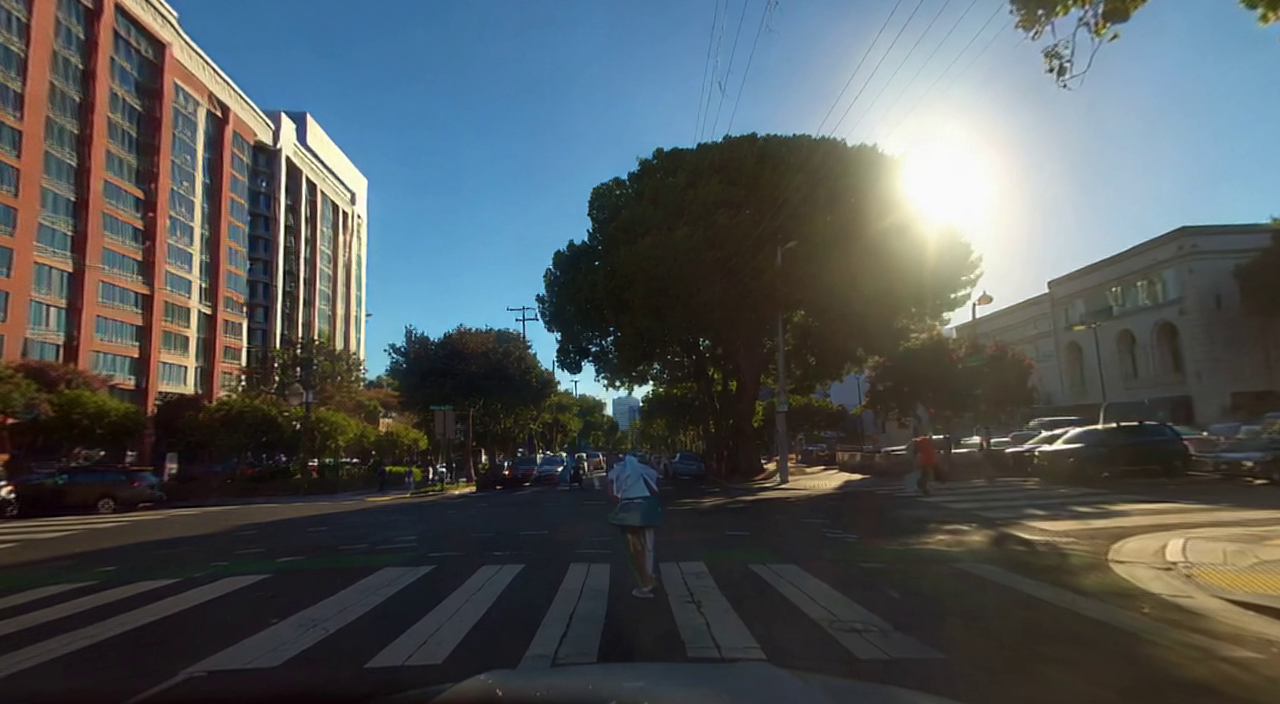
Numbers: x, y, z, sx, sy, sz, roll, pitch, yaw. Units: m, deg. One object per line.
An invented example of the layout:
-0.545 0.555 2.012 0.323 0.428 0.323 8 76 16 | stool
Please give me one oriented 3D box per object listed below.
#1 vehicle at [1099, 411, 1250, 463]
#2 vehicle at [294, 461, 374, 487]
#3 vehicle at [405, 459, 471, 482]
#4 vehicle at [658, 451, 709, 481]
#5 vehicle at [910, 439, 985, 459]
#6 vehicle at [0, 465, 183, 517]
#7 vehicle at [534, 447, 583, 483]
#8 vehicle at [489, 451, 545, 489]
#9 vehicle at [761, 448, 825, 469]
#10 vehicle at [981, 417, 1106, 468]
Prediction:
22.289 3.607 26.706 2.137 1.962 4.988 -1 -8 3 | vehicle
-22.661 9.044 46.948 4.844 1.836 2.117 -1 -8 5 | vehicle
-14.850 8.724 46.568 4.203 1.544 1.889 -1 -8 5 | vehicle
2.507 6.681 37.272 1.942 1.603 3.785 4 -9 -13 | vehicle
22.986 7.254 47.316 4.528 1.475 2.070 0 -8 3 | vehicle
-17.328 4.327 19.892 4.439 1.448 1.793 0 -9 -1 | vehicle
-4.544 6.428 35.852 2.102 1.768 4.290 -3 -10 2 | vehicle
-7.641 7.358 39.773 2.193 1.814 5.061 -9 -8 0 | vehicle
11.998 8.369 49.839 4.552 1.539 1.785 0 -9 -2 | vehicle
16.728 3.860 26.555 2.041 1.921 4.574 0 -9 -2 | vehicle
